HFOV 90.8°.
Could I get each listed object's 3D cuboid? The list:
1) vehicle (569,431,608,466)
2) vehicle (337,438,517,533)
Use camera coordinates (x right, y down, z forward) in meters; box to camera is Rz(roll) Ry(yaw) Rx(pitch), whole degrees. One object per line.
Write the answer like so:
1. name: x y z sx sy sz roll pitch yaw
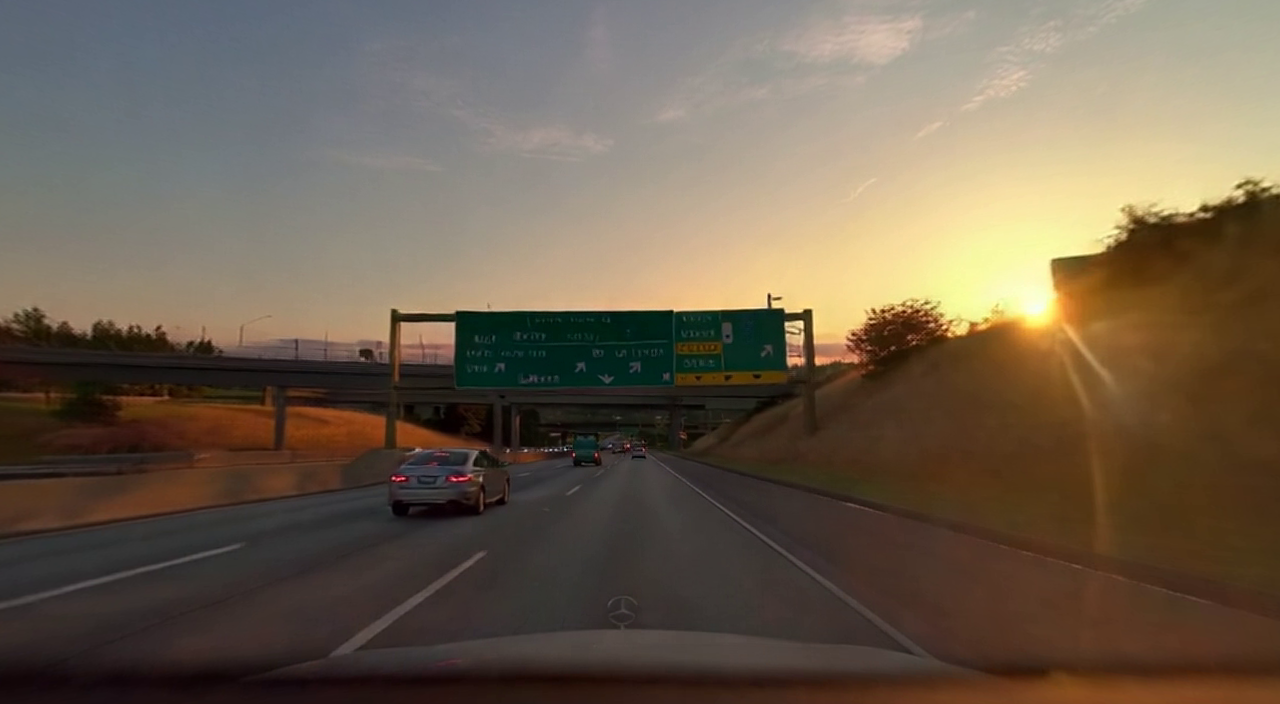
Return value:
1. vehicle: -3.722 7.147 46.632 2.290 2.453 5.561 0 -9 1
2. vehicle: -3.652 2.351 11.676 1.924 1.436 3.915 0 -9 0
